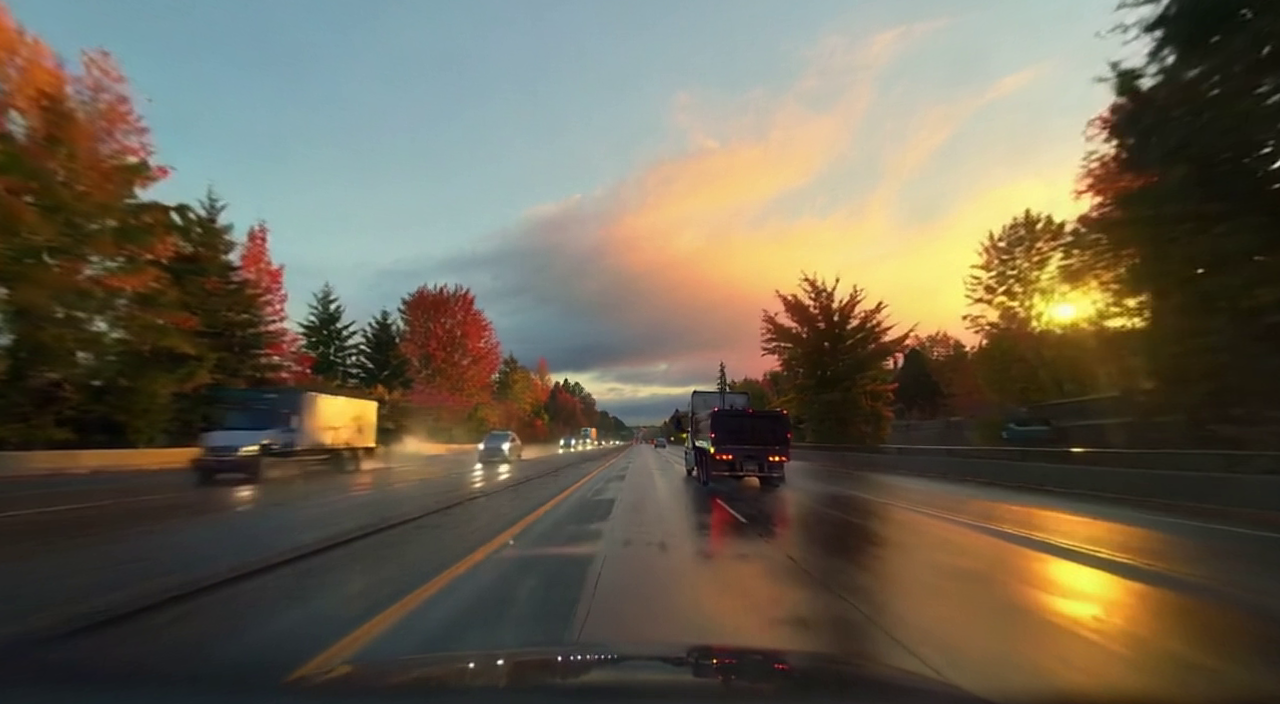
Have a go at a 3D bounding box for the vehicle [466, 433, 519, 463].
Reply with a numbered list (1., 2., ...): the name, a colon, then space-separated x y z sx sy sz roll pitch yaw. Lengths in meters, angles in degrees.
1. vehicle: -7.831 5.133 33.788 1.874 1.531 3.918 0 -8 1

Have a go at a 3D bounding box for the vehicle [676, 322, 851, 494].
1. vehicle: 3.482 2.366 22.770 3.691 4.331 13.909 0 -8 1

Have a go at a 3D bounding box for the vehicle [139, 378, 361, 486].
1. vehicle: -11.379 2.502 19.346 2.322 2.720 6.848 0 -8 1
